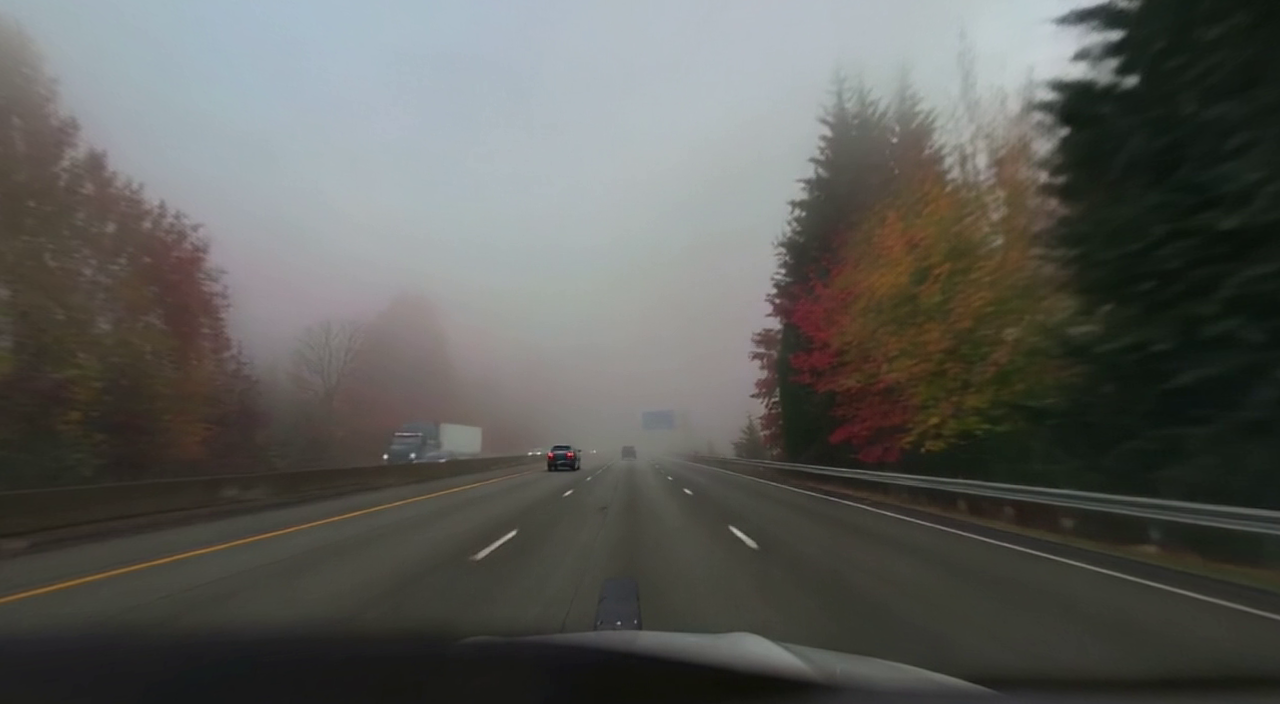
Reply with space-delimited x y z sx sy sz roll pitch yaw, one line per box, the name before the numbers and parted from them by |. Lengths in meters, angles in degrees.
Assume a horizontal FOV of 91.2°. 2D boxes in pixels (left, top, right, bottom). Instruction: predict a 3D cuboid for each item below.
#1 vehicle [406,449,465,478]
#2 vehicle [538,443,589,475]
vehicle | -11.429 6.260 35.304 1.919 1.498 4.296 0 -9 0
vehicle | -4.013 5.717 33.764 2.153 1.577 4.707 0 -9 0
